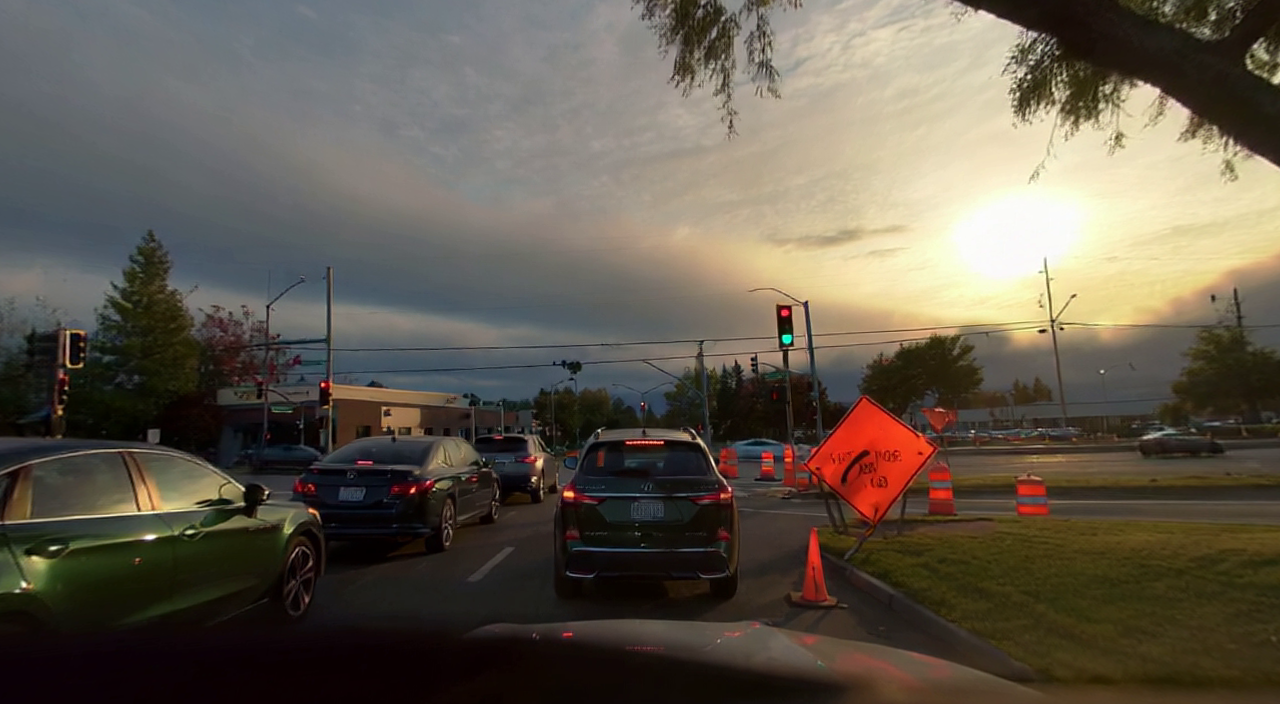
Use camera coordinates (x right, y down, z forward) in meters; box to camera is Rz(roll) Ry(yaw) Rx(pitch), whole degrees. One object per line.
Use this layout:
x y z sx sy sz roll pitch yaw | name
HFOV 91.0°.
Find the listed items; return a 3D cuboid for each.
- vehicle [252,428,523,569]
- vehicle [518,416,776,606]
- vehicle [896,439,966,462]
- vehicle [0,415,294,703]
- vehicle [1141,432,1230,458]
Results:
-3.280 1.996 9.446 1.989 1.541 4.626 0 -9 2 | vehicle
0.103 1.617 7.215 2.167 1.560 3.676 0 -9 1 | vehicle
23.046 7.816 49.969 4.672 1.676 1.867 1 -9 -1 | vehicle
-3.594 0.943 2.149 2.064 1.497 4.722 0 -9 1 | vehicle
35.353 6.025 40.872 4.051 1.583 1.794 0 -9 1 | vehicle
